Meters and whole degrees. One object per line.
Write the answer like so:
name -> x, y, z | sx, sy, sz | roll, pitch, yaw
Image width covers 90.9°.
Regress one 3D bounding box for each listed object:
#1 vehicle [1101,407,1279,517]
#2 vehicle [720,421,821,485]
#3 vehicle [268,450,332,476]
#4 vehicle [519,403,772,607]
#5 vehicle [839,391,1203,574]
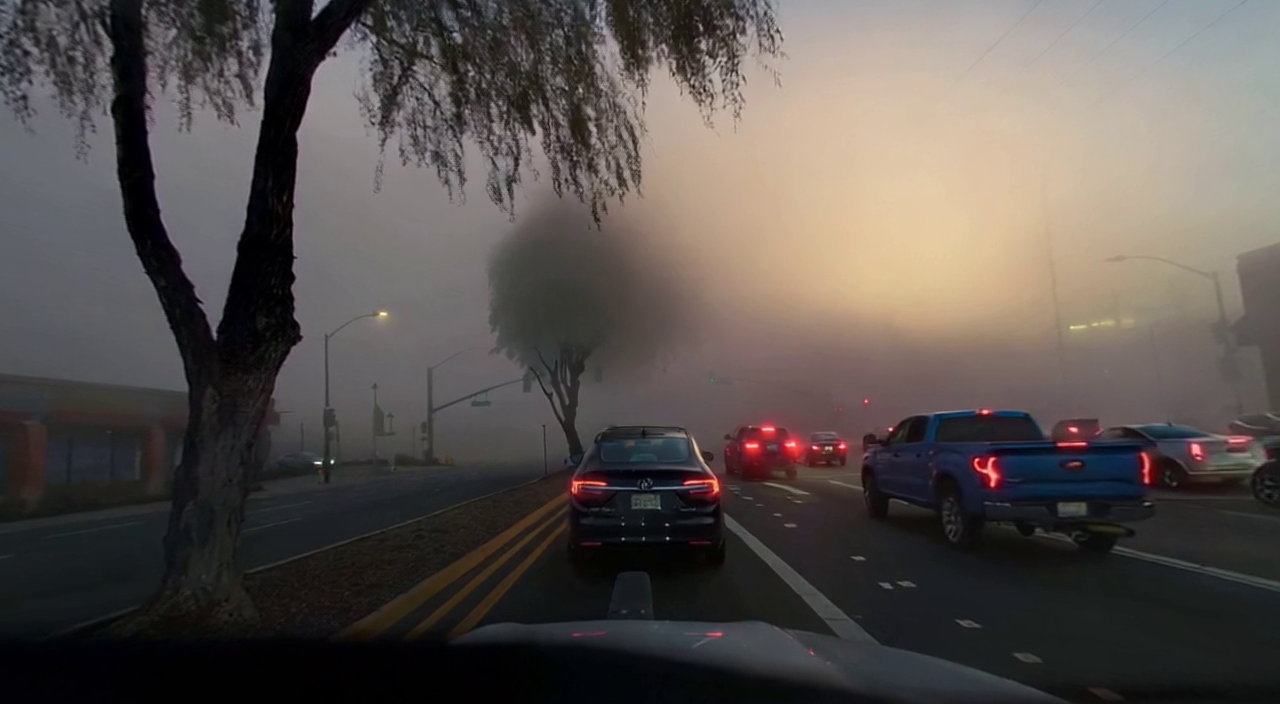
vehicle -> 11.440, 2.021, 11.881 | 1.850, 1.778, 4.793 | 0, -8, 0
vehicle -> 4.369, 3.524, 22.259 | 2.319, 1.930, 5.651 | 0, -8, 0
vehicle -> -24.064, 7.827, 44.847 | 1.798, 1.706, 4.385 | -1, -8, 6
vehicle -> 0.006, 1.568, 7.328 | 2.116, 1.677, 3.948 | 0, -8, -1
vehicle -> 4.556, 1.643, 8.684 | 2.019, 1.803, 4.634 | 0, -8, -1
